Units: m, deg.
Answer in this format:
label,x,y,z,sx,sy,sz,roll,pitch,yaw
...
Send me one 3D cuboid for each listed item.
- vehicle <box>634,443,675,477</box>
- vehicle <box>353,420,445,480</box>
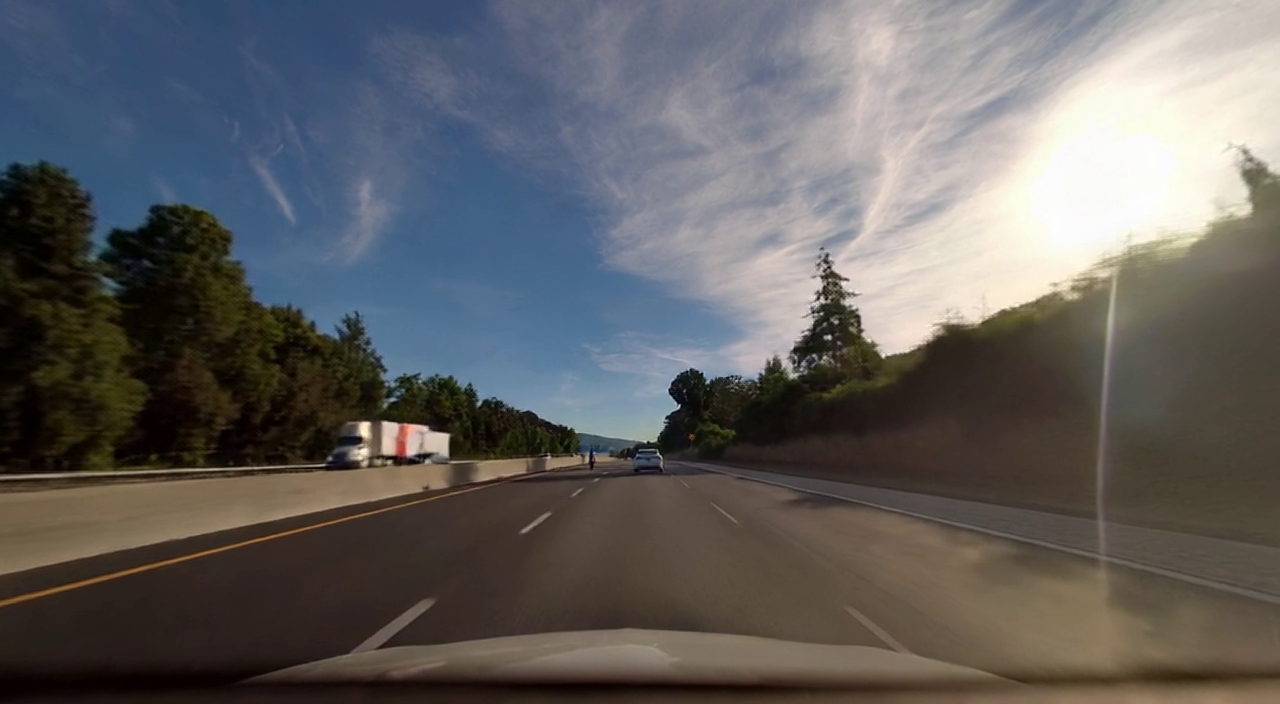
label,x,y,z,sx,sy,sz,roll,pitch,yaw
vehicle,0.814,6.228,36.620,2.247,1.825,4.036,-1,-9,0
vehicle,-14.906,6.166,39.732,2.625,3.374,7.572,-1,-9,1
